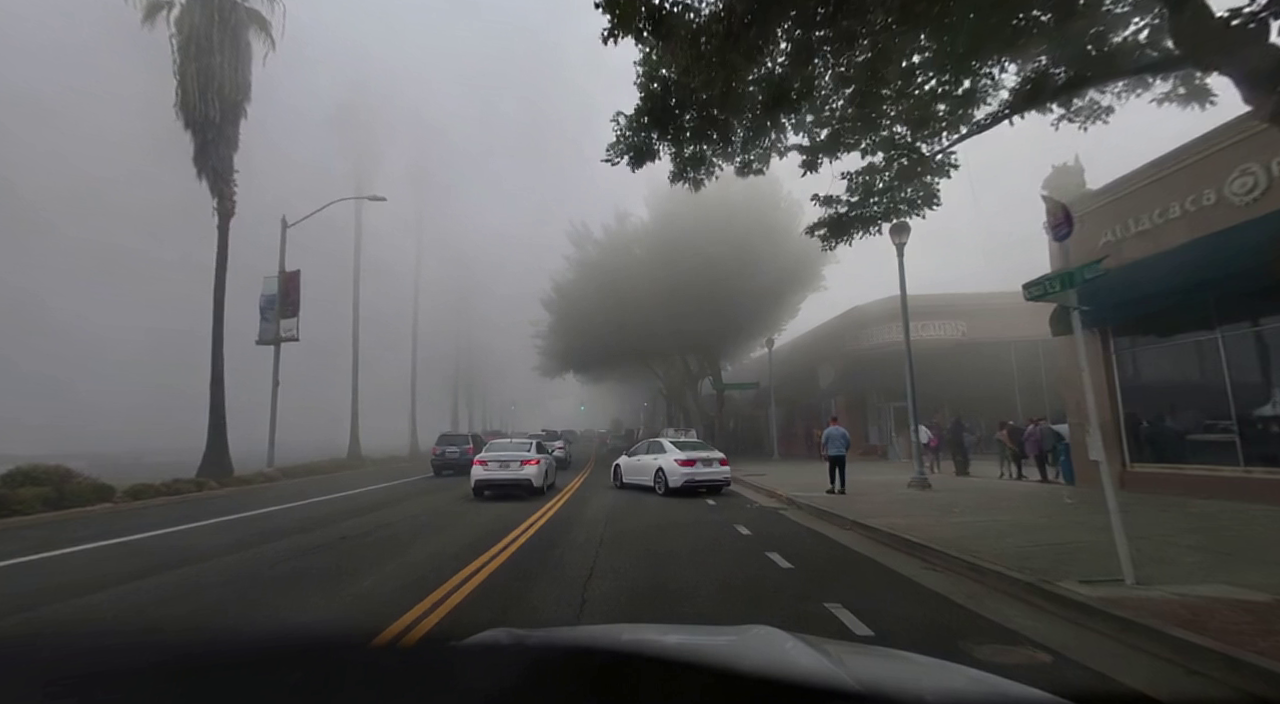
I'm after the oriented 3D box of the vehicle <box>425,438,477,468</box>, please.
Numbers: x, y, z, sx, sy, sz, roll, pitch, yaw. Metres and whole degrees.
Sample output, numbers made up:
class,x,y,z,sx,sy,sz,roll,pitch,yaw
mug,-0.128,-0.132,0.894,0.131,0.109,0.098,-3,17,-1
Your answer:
class,x,y,z,sx,sy,sz,roll,pitch,yaw
vehicle,-10.676,5.707,35.871,1.930,1.583,4.423,0,-9,-5

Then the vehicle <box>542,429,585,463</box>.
class,x,y,z,sx,sy,sz,roll,pitch,yaw
vehicle,-4.643,5.805,38.893,2.277,1.937,4.487,0,-9,-2

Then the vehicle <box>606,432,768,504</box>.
class,x,y,z,sx,sy,sz,roll,pitch,yaw
vehicle,0.942,2.788,15.617,1.930,1.477,4.657,4,-9,-25

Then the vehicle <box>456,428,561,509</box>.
class,x,y,z,sx,sy,sz,roll,pitch,yaw
vehicle,-2.961,2.719,15.126,2.039,1.628,4.331,1,-9,-7
